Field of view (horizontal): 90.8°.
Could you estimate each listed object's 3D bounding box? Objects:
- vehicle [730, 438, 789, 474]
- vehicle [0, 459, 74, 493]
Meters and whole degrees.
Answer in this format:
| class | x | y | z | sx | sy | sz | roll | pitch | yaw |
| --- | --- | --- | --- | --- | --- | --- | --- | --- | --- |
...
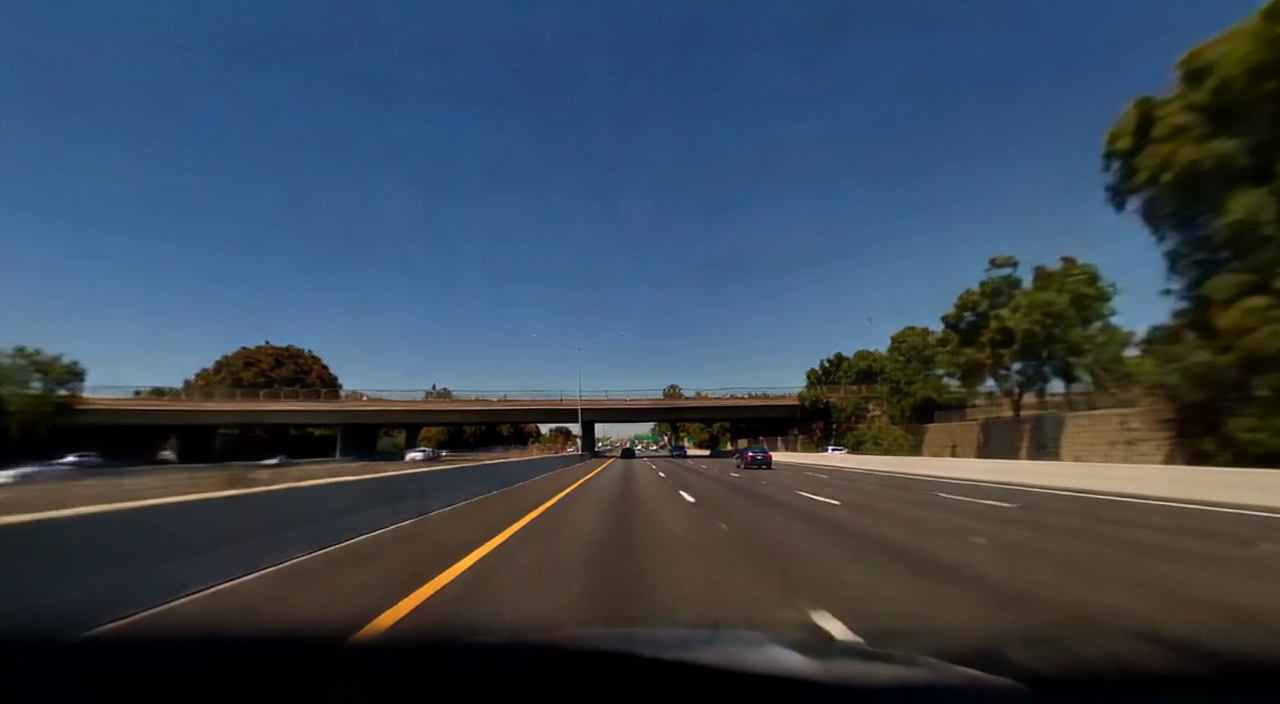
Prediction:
| class | x | y | z | sx | sy | sz | roll | pitch | yaw |
| --- | --- | --- | --- | --- | --- | --- | --- | --- | --- |
| vehicle | 6.038 | 5.304 | 32.434 | 2.030 | 1.706 | 4.279 | 0 | -9 | -2 |
| vehicle | -33.531 | 6.583 | 33.735 | 2.222 | 1.647 | 4.871 | 0 | -9 | -4 |
